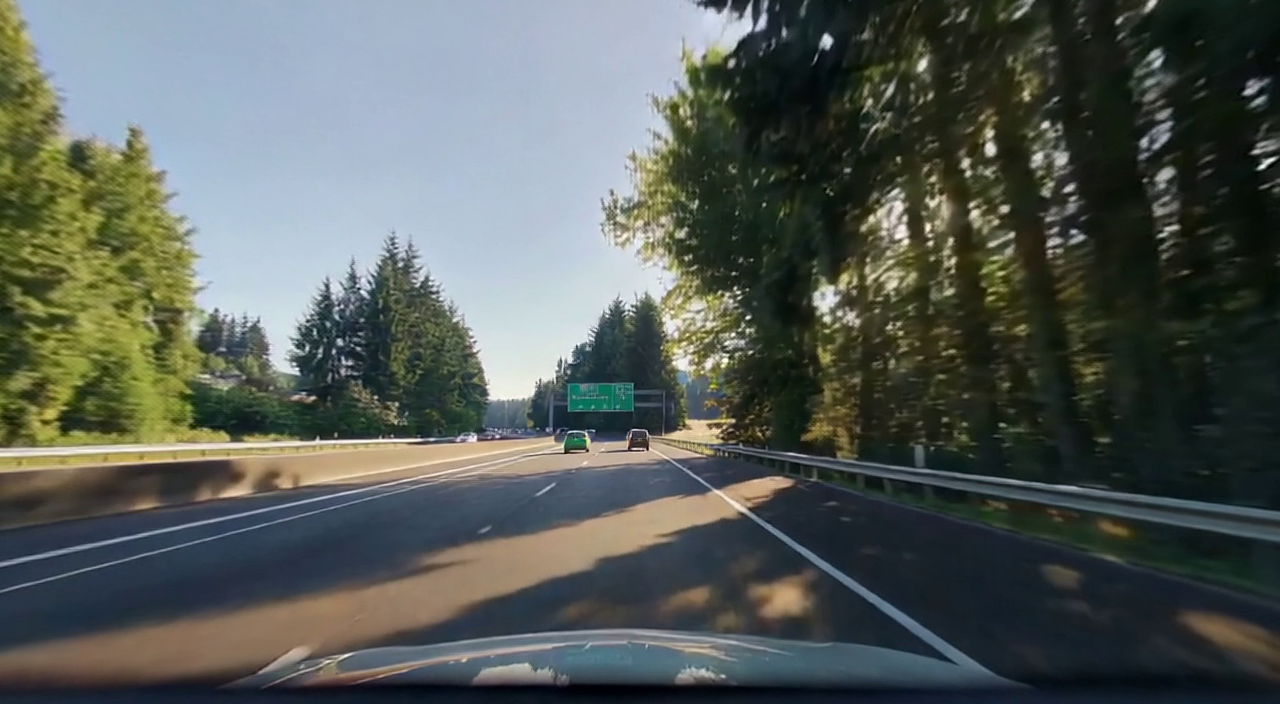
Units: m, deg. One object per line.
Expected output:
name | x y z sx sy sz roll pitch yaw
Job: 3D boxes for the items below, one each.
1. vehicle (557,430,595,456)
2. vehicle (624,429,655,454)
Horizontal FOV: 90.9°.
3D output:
vehicle | -4.170 6.022 41.733 2.055 1.610 4.116 0 -8 0
vehicle | -0.019 6.575 46.362 2.170 1.790 4.490 0 -8 0
